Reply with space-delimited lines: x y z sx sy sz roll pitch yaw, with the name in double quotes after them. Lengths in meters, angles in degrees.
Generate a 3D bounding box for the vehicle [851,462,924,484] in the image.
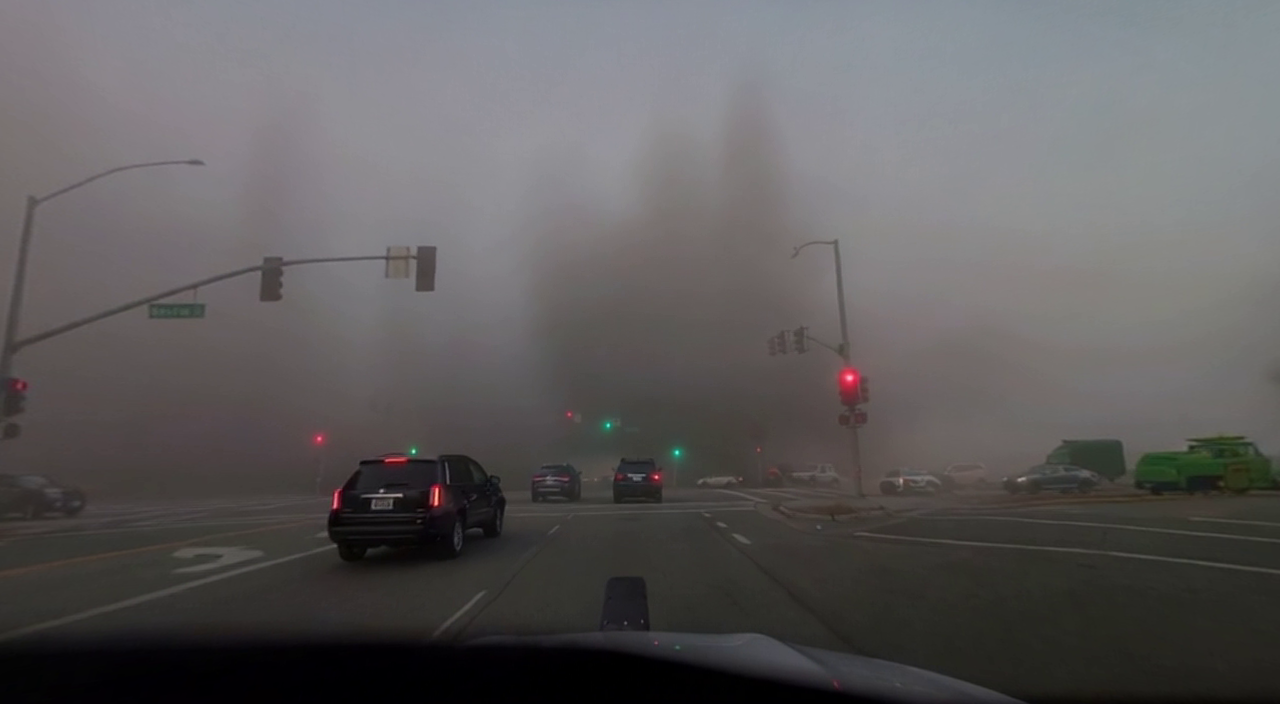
18.202 8.924 46.430 4.478 1.495 2.063 0 -9 -1 "vehicle"

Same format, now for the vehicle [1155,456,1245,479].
37.893 7.792 42.709 4.525 1.468 1.839 1 -9 -5 "vehicle"

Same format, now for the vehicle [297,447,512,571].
-3.319 2.242 9.724 1.960 1.528 3.490 0 -8 -1 "vehicle"

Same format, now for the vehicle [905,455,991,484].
20.804 7.950 42.688 4.585 1.681 2.140 -2 -10 0 "vehicle"

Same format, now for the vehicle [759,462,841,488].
10.716 8.287 42.447 4.875 1.473 2.077 -2 -12 -2 "vehicle"

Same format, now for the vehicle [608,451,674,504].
0.058 4.461 22.770 2.163 1.678 3.846 0 -8 1 "vehicle"

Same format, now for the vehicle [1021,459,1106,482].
28.745 8.039 42.866 4.365 1.448 1.928 0 -9 0 "vehicle"

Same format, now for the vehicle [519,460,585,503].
-3.428 5.162 25.517 2.013 1.474 4.393 0 -8 0 "vehicle"
